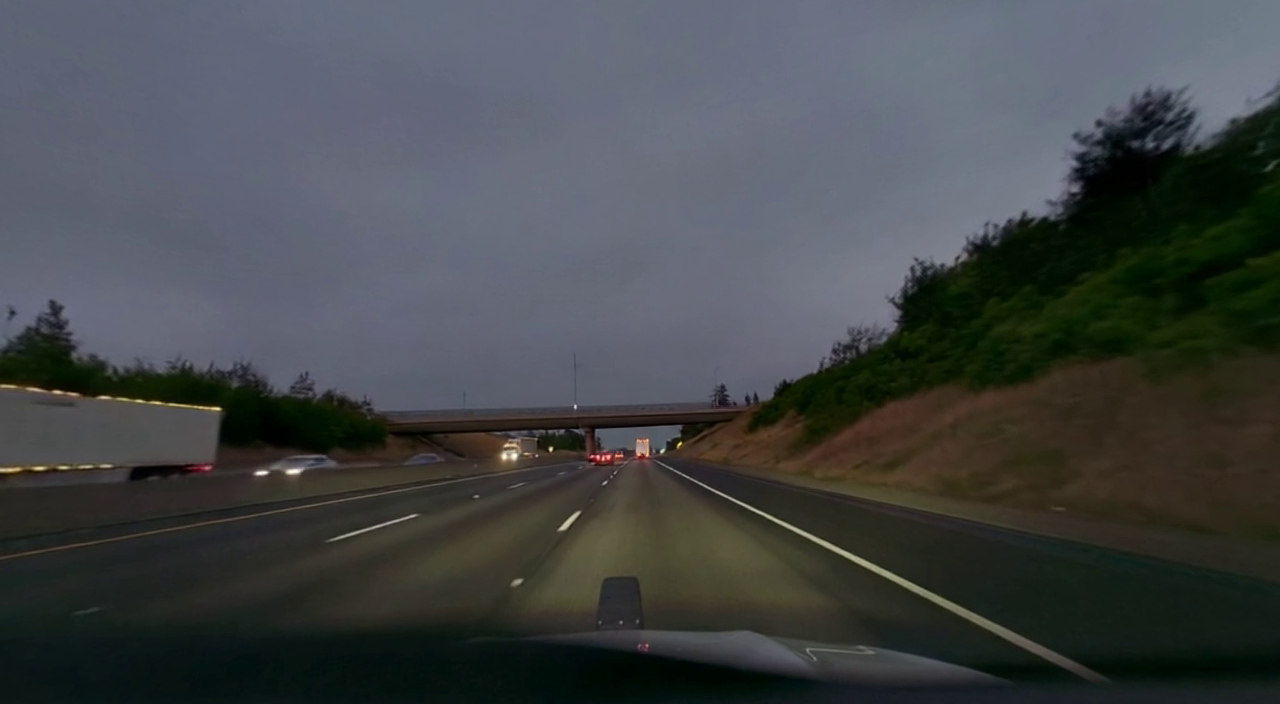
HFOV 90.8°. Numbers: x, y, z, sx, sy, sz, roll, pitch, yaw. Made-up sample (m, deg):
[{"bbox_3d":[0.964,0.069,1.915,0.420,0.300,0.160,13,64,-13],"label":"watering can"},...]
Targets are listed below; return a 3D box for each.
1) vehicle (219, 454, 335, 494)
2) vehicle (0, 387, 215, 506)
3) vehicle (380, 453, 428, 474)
[{"bbox_3d":[-14.750,4.962,25.967,2.128,1.471,4.471,0,-9,0],"label":"vehicle"},{"bbox_3d":[-22.316,3.375,22.437,2.908,3.830,16.795,0,-9,-1],"label":"vehicle"},{"bbox_3d":[-18.074,8.561,48.601,1.826,1.491,4.766,0,-9,0],"label":"vehicle"}]
